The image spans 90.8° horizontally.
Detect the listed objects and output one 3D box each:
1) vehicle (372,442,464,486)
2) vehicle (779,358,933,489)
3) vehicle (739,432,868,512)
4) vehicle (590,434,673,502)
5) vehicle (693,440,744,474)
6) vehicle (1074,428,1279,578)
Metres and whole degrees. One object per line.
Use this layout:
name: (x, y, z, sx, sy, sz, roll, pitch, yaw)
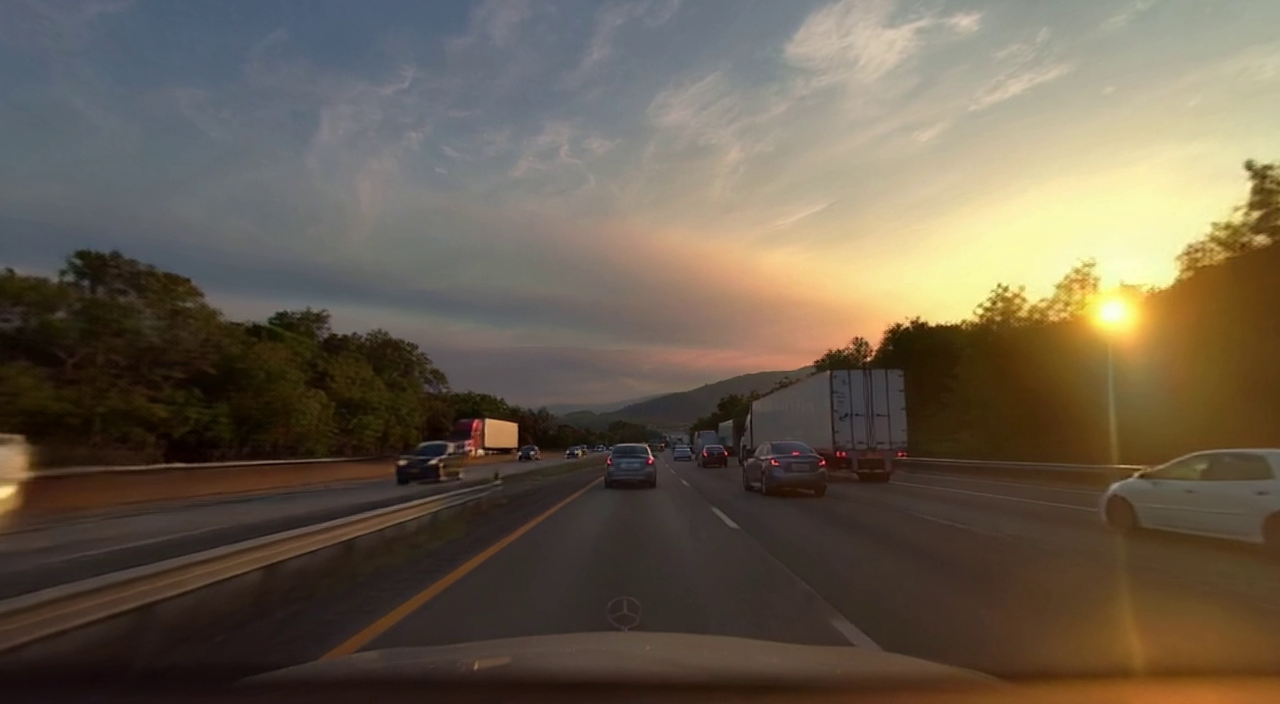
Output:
vehicle: (-8.550, 4.344, 24.764, 1.976, 1.549, 4.303, 0, -9, 1)
vehicle: (7.645, 2.862, 23.922, 2.823, 4.063, 8.485, 0, -9, 1)
vehicle: (3.617, 2.734, 14.761, 1.920, 1.594, 3.867, 0, -9, 0)
vehicle: (-0.169, 3.116, 17.268, 2.023, 1.618, 3.628, 0, -9, 1)
vehicle: (4.111, 5.581, 33.665, 2.150, 1.632, 4.260, 0, -9, 0)
vehicle: (7.318, 1.620, 7.048, 1.951, 1.467, 4.173, 0, -9, 0)
